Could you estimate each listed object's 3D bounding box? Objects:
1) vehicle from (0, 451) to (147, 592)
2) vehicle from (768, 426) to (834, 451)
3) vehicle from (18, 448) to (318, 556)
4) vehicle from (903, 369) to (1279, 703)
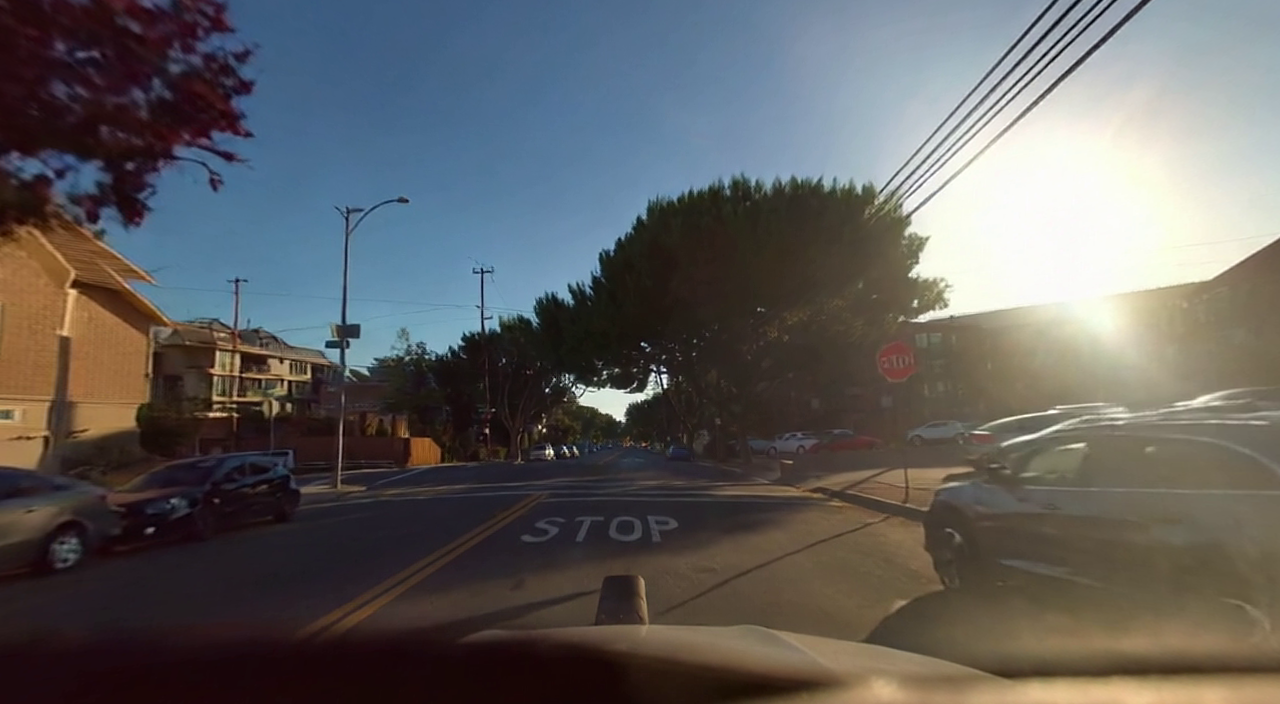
[{"bbox_3d":[-7.871,1.809,6.515,1.904,1.488,4.600,0,-8,-1],"label":"vehicle"},{"bbox_3d":[11.325,6.091,44.301,4.509,1.664,1.981,5,-10,-34],"label":"vehicle"},{"bbox_3d":[-8.147,2.561,11.676,2.018,1.493,4.693,-1,-8,-1],"label":"vehicle"},{"bbox_3d":[3.723,1.110,4.292,1.976,1.614,4.052,0,-8,-2],"label":"vehicle"}]
